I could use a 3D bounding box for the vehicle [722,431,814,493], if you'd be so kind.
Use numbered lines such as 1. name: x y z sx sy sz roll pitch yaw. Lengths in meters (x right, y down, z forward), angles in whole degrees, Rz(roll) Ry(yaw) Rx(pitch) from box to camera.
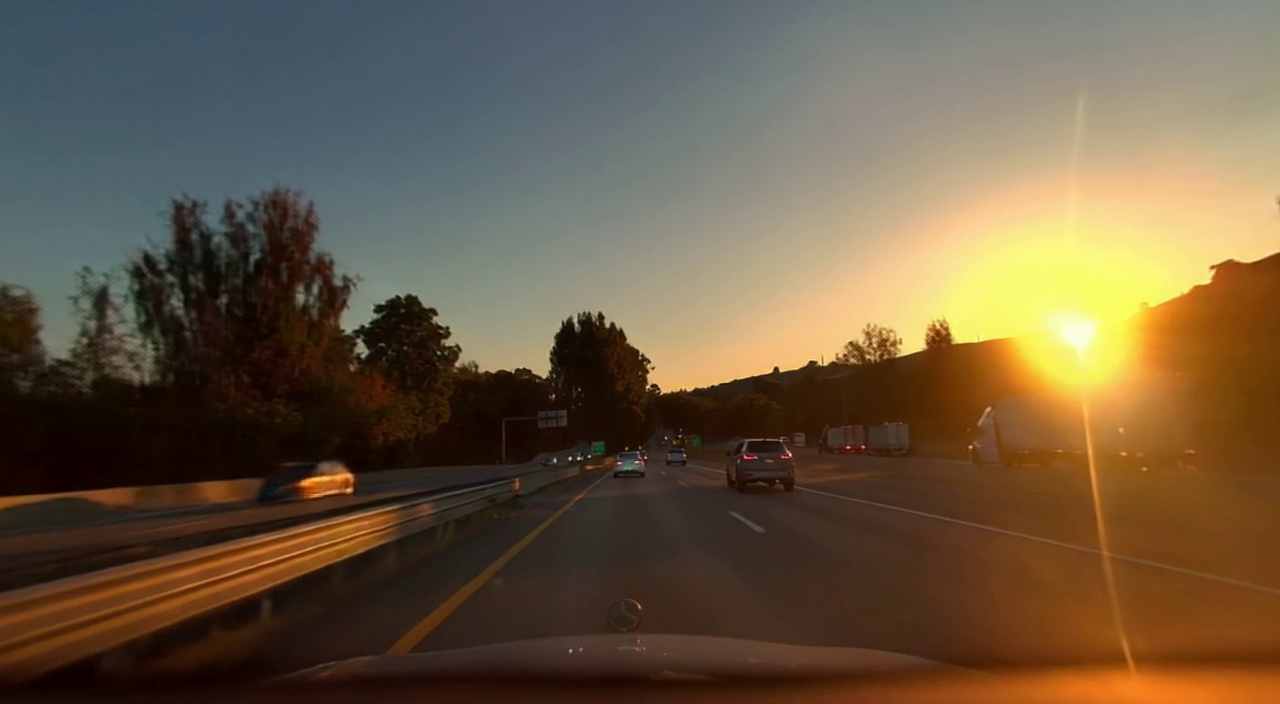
1. vehicle: 4.452 3.947 22.741 2.261 1.952 4.784 0 -9 -1

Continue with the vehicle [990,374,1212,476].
1. vehicle: 22.407 4.019 32.191 2.890 4.108 13.635 -2 -9 8

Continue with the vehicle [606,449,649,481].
1. vehicle: -0.600 5.689 31.744 2.029 1.483 3.769 0 -9 0

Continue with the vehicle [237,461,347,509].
1. vehicle: -12.891 4.904 23.529 1.844 1.542 4.013 0 -9 0
